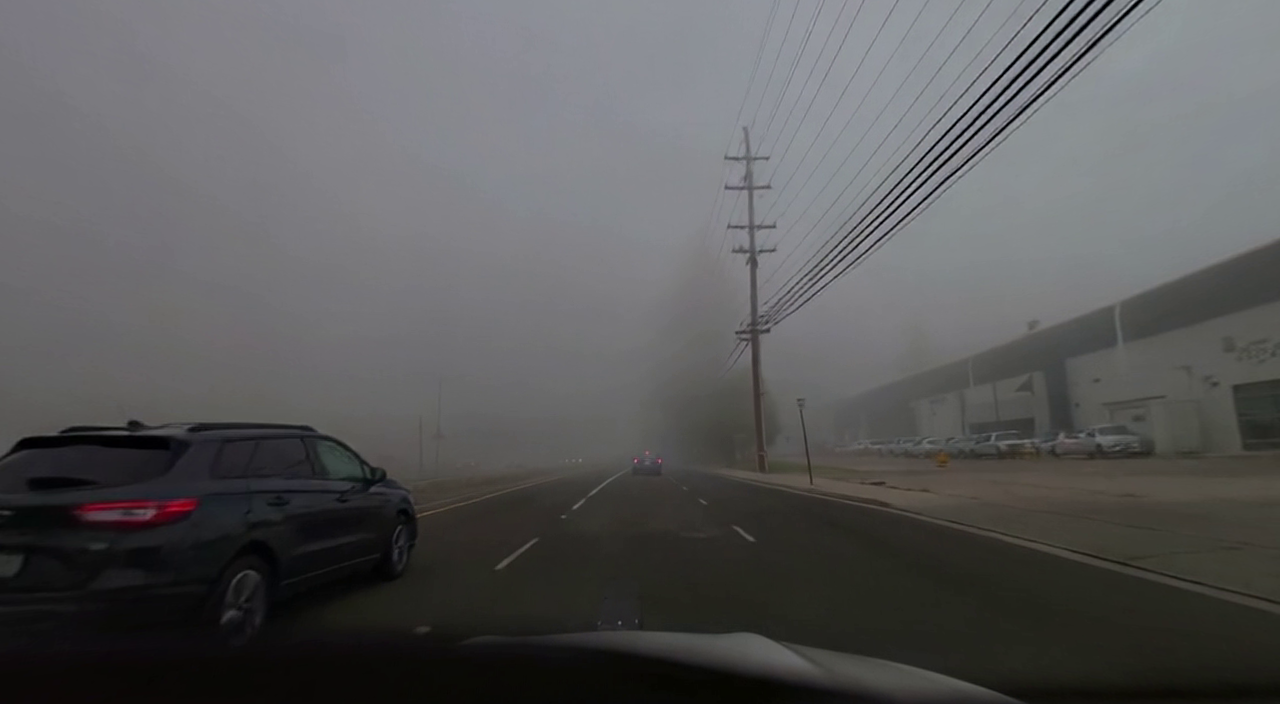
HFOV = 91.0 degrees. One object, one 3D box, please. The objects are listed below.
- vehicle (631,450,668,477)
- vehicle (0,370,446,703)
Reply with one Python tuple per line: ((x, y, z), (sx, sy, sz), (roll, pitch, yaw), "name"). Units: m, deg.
((0.509, 6.741, 38.291), (2.114, 1.492, 4.453), (0, -9, -1), "vehicle")
((-3.404, 1.274, 5.041), (2.169, 1.679, 4.723), (0, -9, 0), "vehicle")
